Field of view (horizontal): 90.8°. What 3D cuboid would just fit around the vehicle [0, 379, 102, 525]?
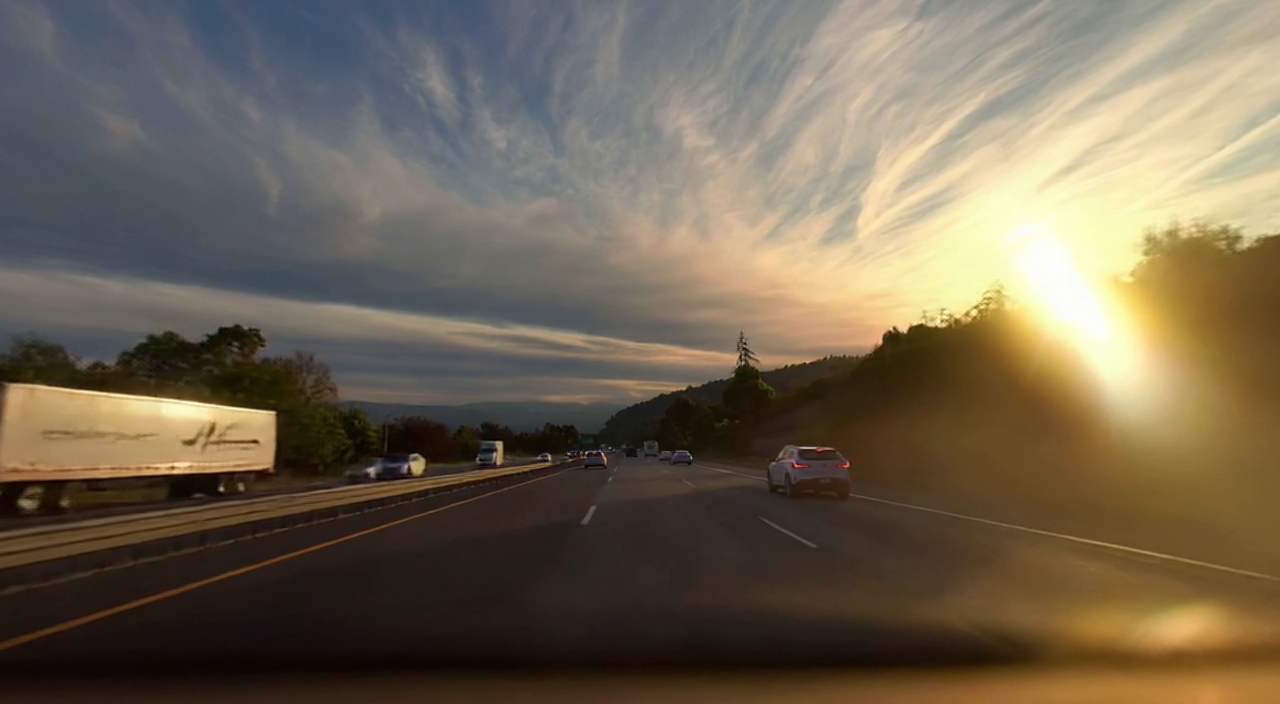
[{"bbox_3d":[-19.254,2.803,17.670,2.977,4.017,5.889,0,-9,-2],"label":"vehicle"}]

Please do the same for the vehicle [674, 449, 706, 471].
[{"bbox_3d":[3.546,7.703,45.103,1.846,1.480,3.694,0,-9,-2],"label":"vehicle"}]

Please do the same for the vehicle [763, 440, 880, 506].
[{"bbox_3d":[4.783,3.232,17.263,1.903,1.566,3.866,0,-9,-2],"label":"vehicle"}]

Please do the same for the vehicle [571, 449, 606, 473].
[{"bbox_3d":[-3.420,7.316,42.564,2.021,1.507,4.272,0,-9,-1],"label":"vehicle"}]

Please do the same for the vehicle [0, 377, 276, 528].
[{"bbox_3d":[-19.466,3.834,24.298,2.919,4.173,14.038,0,-9,-2],"label":"vehicle"}]

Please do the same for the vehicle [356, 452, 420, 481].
[{"bbox_3d":[-15.411,6.992,38.833,2.034,1.647,4.778,0,-9,-1],"label":"vehicle"}]
